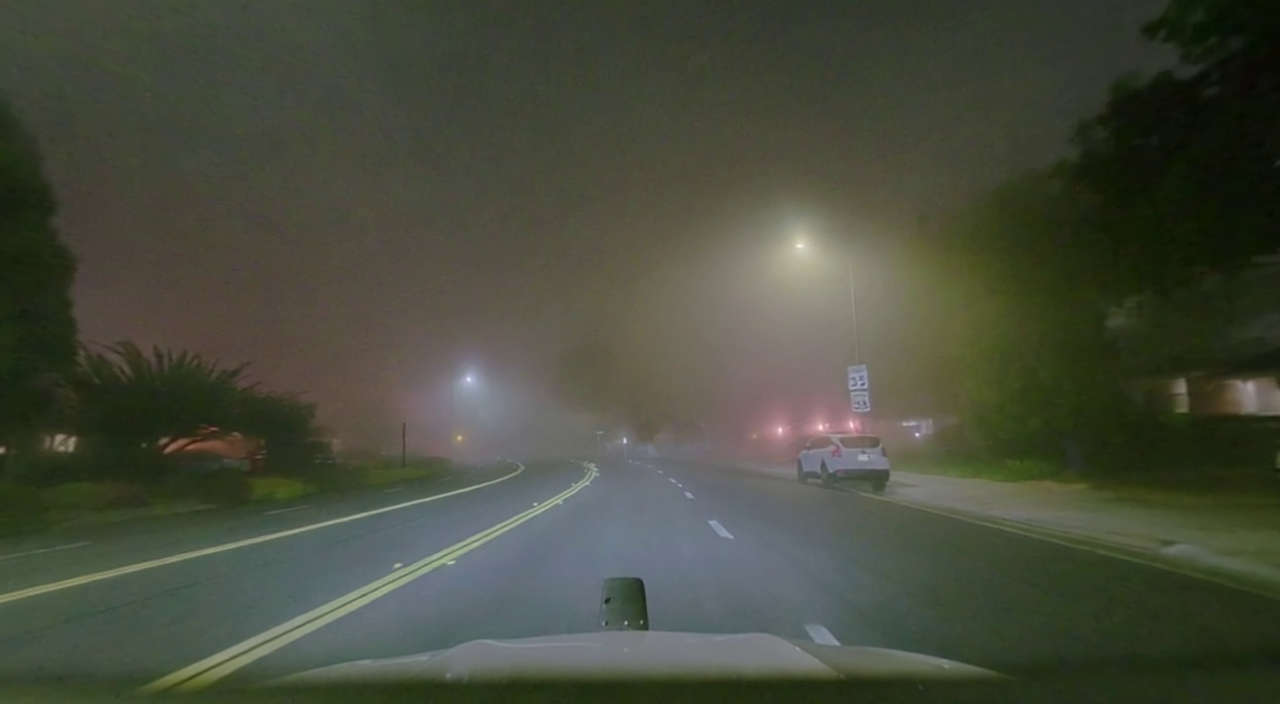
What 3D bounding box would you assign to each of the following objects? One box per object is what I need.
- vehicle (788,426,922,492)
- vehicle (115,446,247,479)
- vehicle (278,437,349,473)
[{"bbox_3d":[6.747,3.420,20.492,2.315,1.869,4.678,1,-8,-6],"label":"vehicle"},{"bbox_3d":[-21.293,5.109,29.351,4.654,1.442,2.155,-1,-8,7],"label":"vehicle"},{"bbox_3d":[-18.717,5.915,36.395,2.077,1.948,4.705,1,-8,-7],"label":"vehicle"}]
